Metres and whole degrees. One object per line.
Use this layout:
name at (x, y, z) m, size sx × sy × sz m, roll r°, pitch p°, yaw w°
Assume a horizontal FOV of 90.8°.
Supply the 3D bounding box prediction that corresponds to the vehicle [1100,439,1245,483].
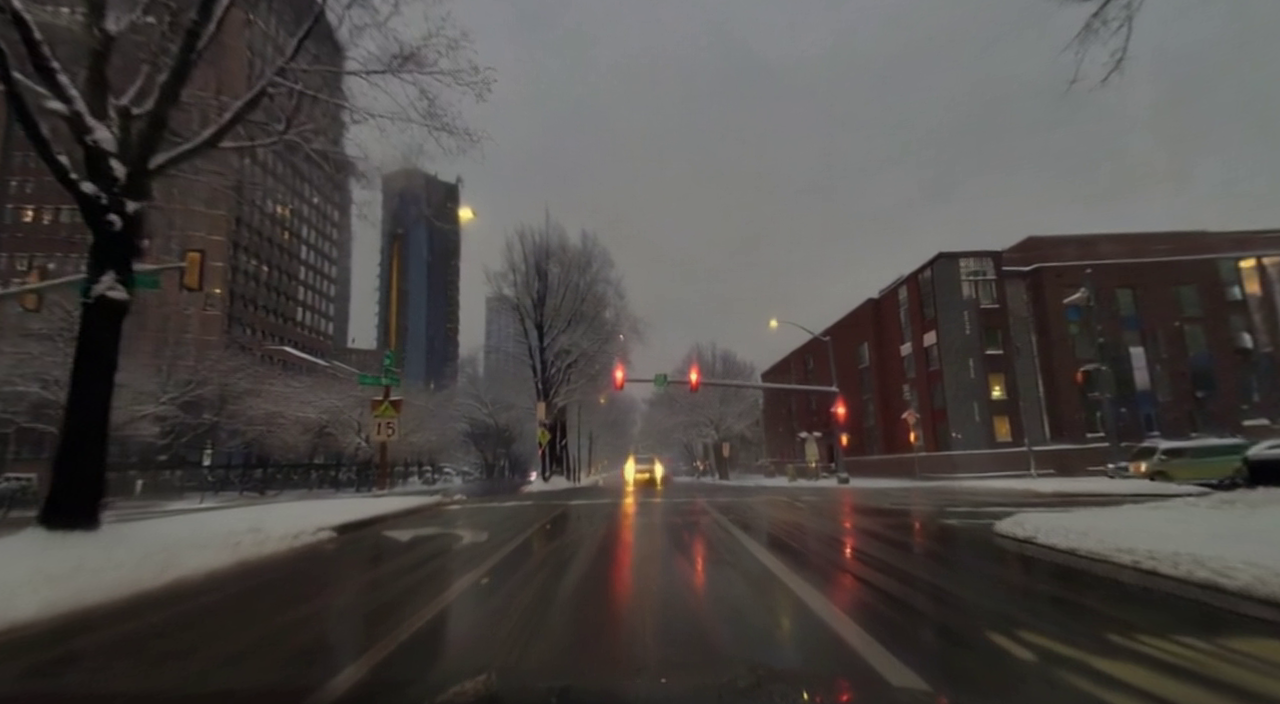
vehicle at (21.179, 4.332, 25.257) m, size 3.967 × 1.636 × 1.932 m, roll -1°, pitch -9°, yaw 0°

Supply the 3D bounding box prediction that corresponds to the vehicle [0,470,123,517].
vehicle at (-23.011, 5.388, 24.337) m, size 4.758 × 1.549 × 2.194 m, roll -2°, pitch -9°, yaw 14°
